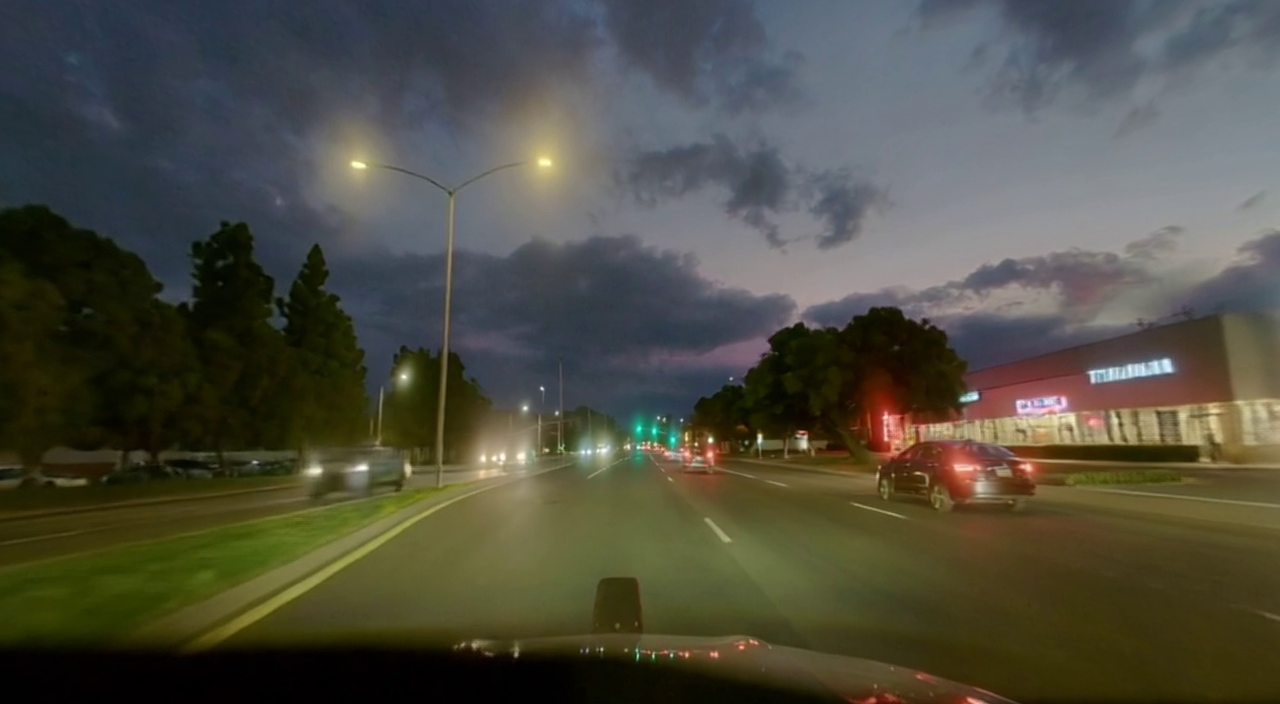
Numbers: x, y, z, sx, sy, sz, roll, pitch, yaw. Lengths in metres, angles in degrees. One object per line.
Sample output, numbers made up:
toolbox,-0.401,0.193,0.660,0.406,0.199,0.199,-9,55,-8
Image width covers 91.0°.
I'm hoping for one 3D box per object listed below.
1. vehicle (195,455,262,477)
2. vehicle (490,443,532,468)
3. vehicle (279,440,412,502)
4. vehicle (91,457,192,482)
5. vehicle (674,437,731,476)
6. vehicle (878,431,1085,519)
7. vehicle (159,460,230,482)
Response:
vehicle,-28.777,7.977,44.038,3.453,1.405,1.745,0,-8,2
vehicle,-9.480,7.636,46.594,2.160,1.785,4.280,0,-9,0
vehicle,-9.055,3.665,19.856,2.024,1.699,4.363,0,-9,0
vehicle,-30.375,7.140,38.401,4.598,1.447,1.772,0,-8,0
vehicle,2.823,4.863,29.441,2.161,1.676,4.151,0,-9,-1
vehicle,6.770,2.467,13.122,1.886,1.528,4.169,0,-9,-2
vehicle,-29.262,7.835,41.421,3.281,1.321,1.809,0,-8,2
